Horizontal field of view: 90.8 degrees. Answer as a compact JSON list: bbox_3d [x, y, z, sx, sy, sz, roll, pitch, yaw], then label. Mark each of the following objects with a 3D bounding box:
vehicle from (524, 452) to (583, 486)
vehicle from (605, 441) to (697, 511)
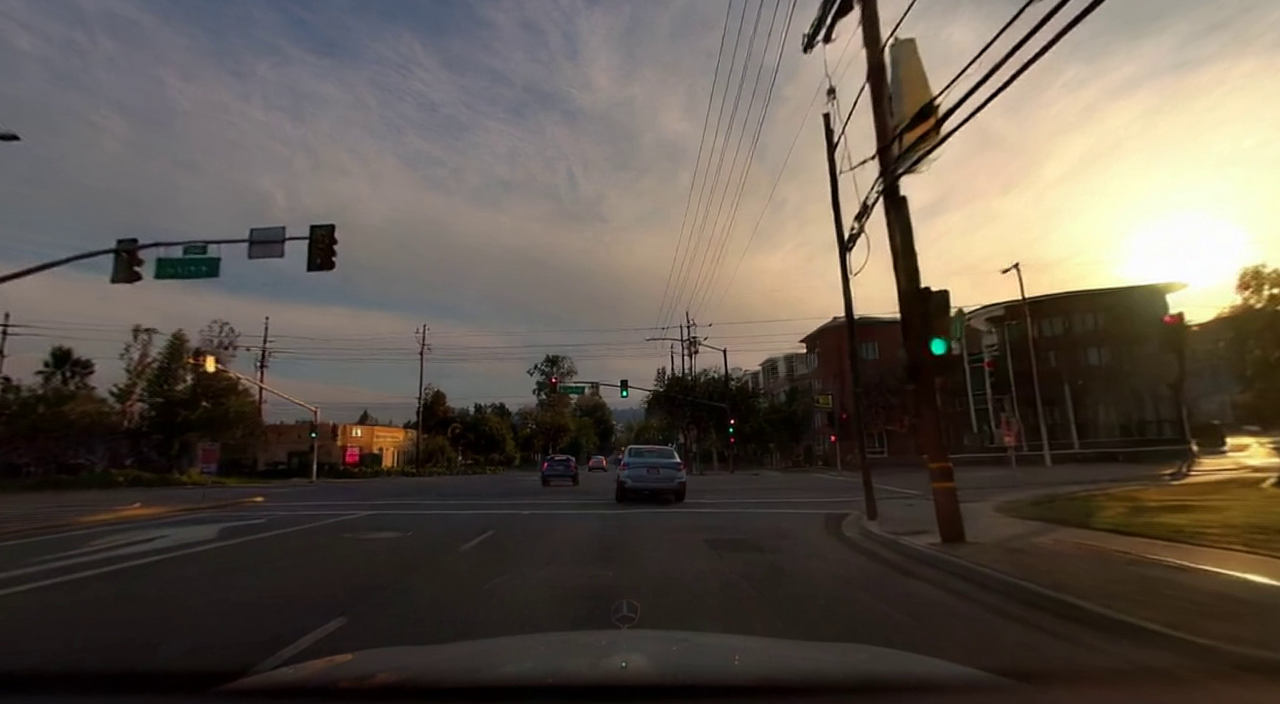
[{"bbox_3d":[-4.074,5.623,30.592,2.153,1.474,4.284,0,-9,1],"label":"vehicle"},{"bbox_3d":[0.250,3.227,16.943,2.156,1.636,3.923,0,-9,0],"label":"vehicle"}]
